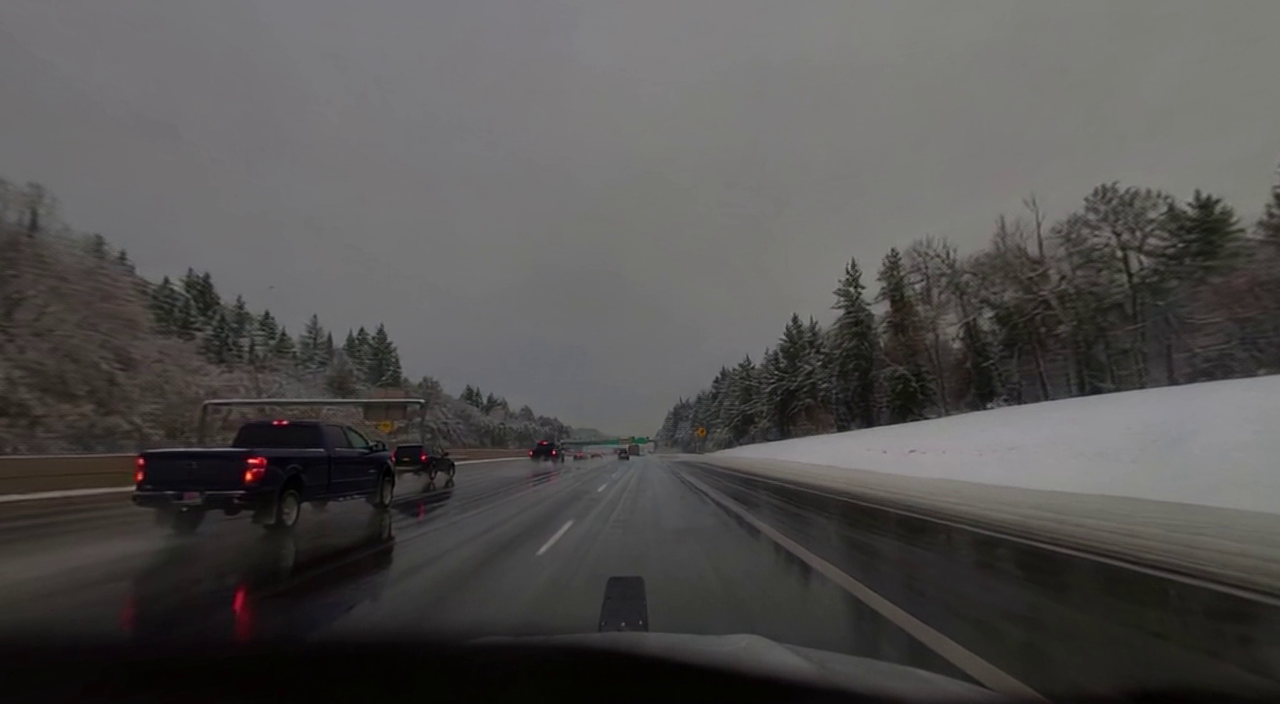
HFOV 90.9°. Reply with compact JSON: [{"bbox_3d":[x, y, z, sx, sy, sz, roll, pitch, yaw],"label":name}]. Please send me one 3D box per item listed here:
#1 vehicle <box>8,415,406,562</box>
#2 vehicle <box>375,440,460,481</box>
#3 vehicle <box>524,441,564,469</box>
[{"bbox_3d":[-6.430,2.112,10.847,2.403,1.773,6.276,0,-8,0],"label":"vehicle"},{"bbox_3d":[-9.796,4.800,28.197,2.060,1.662,4.469,0,-8,1],"label":"vehicle"},{"bbox_3d":[-6.266,6.758,41.555,2.009,1.735,4.358,0,-8,-1],"label":"vehicle"}]
